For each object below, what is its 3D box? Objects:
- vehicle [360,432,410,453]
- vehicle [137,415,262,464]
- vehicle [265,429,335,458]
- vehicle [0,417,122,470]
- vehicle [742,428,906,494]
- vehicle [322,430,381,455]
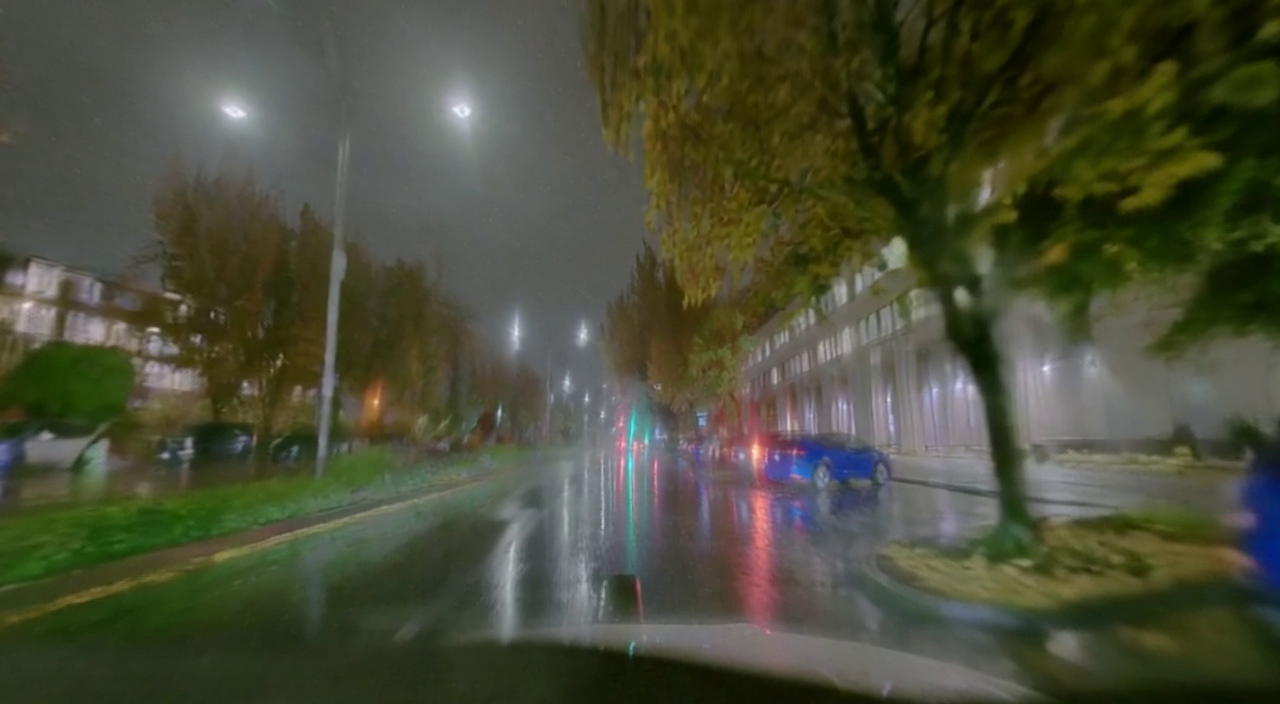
[{"bbox_3d":[-19.168,6.860,47.567,1.869,1.494,4.833,0,-8,-2],"label":"vehicle"},{"bbox_3d":[-18.917,3.800,27.341,1.972,1.839,4.553,3,-8,1],"label":"vehicle"},{"bbox_3d":[-18.963,5.110,35.334,1.807,1.501,4.134,0,-8,-3],"label":"vehicle"},{"bbox_3d":[-18.936,2.896,19.879,1.822,1.506,3.809,-1,-8,1],"label":"vehicle"},{"bbox_3d":[4.797,2.744,16.269,4.047,1.497,1.898,5,-10,-35],"label":"vehicle"},{"bbox_3d":[-18.906,5.959,41.462,1.811,1.502,4.639,0,-8,-1],"label":"vehicle"}]
